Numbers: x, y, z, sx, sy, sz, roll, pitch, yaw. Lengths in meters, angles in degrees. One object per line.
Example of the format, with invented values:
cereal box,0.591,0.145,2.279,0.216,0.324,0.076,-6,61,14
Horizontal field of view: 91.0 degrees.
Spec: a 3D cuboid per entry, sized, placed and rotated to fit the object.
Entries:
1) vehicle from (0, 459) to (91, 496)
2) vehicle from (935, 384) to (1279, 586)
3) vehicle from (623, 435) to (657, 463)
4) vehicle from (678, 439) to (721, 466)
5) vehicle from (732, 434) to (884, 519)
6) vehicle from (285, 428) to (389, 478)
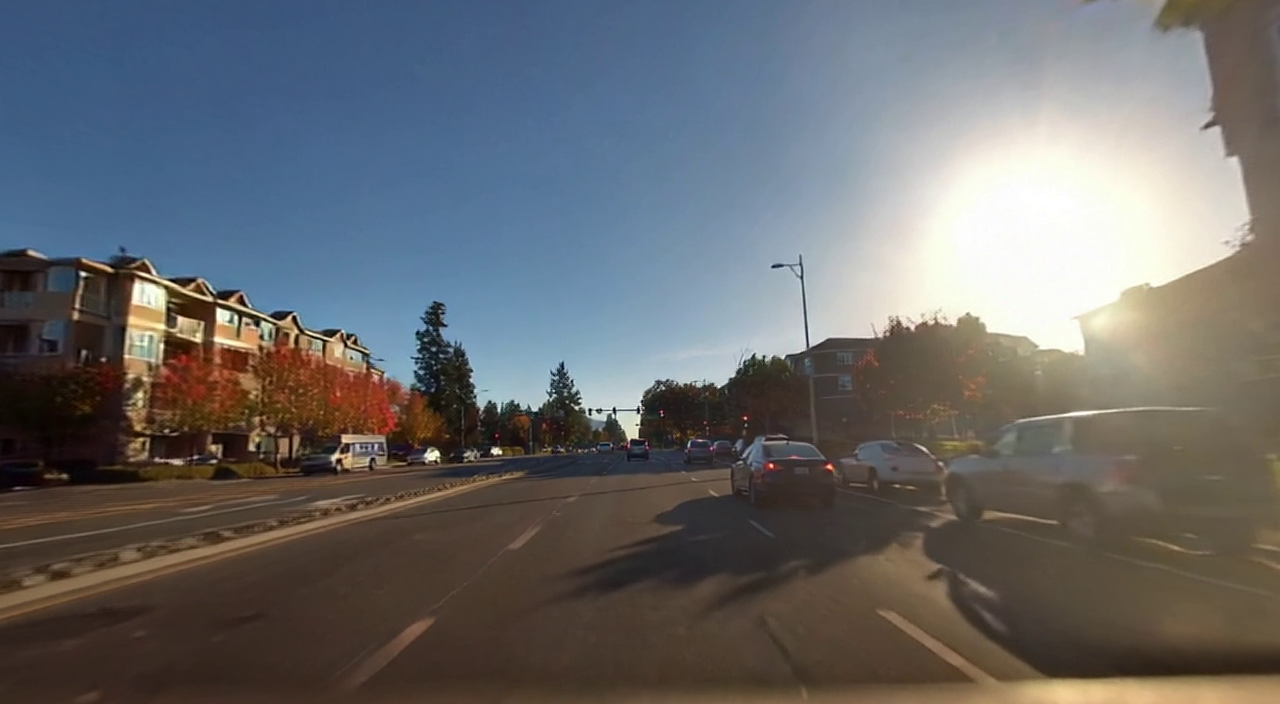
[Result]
vehicle,-30.530,6.232,31.449,4.370,1.725,2.052,-1,-9,5
vehicle,6.841,1.713,9.059,2.378,1.946,5.826,0,-8,0
vehicle,0.015,6.713,43.636,2.239,1.856,4.815,0,-8,0
vehicle,3.560,6.131,38.556,2.178,1.546,4.311,0,-8,0
vehicle,3.349,2.572,13.604,1.977,1.498,4.521,0,-8,-1
vehicle,-22.271,7.495,47.115,2.961,3.271,9.547,0,-9,1
